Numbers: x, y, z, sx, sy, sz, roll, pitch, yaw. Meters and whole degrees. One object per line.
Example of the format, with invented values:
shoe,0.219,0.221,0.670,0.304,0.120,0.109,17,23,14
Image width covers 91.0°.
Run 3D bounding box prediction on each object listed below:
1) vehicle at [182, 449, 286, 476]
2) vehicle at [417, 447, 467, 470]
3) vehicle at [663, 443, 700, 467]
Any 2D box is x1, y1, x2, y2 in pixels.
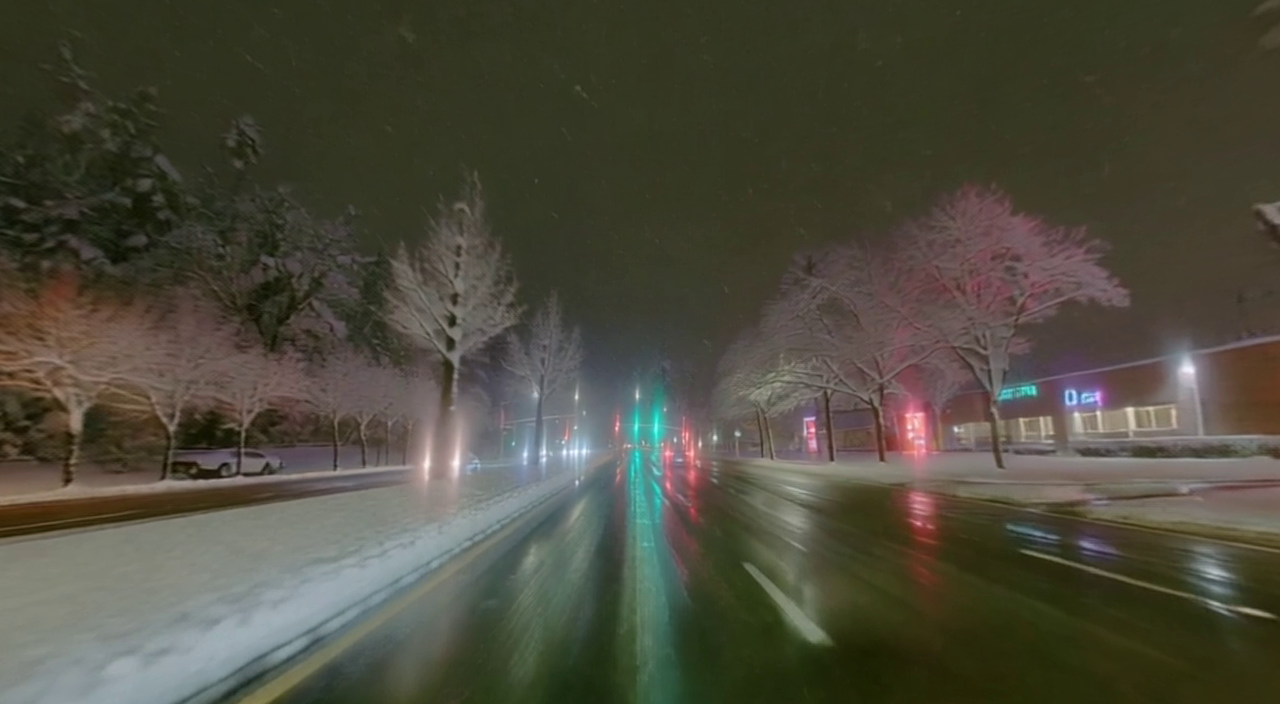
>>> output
vehicle,-29.827,8.111,46.378,6.013,1.767,2.250,0,-8,-3
vehicle,-13.482,7.266,43.153,1.902,1.481,4.518,0,-8,0
vehicle,2.702,6.895,42.262,2.015,1.479,4.444,0,-8,-2
